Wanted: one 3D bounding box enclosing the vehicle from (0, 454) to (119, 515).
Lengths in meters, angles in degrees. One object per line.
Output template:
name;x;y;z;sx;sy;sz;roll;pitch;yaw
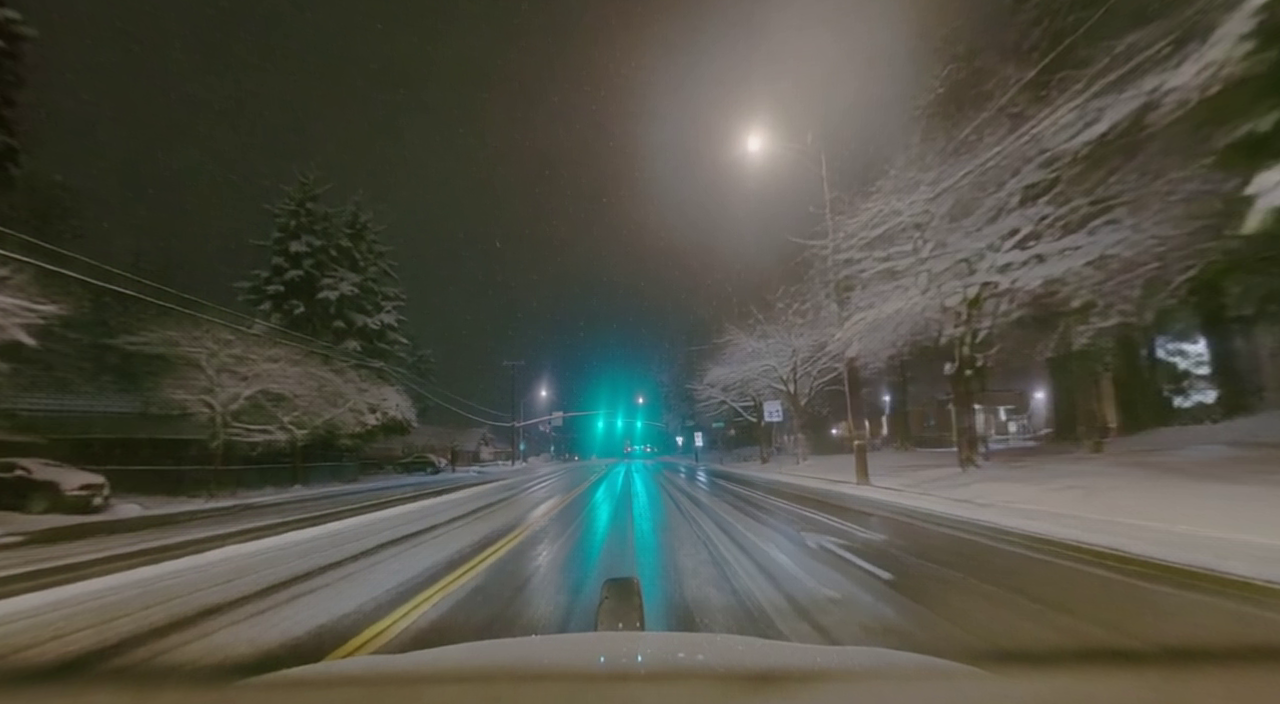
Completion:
vehicle;-20.223;4.209;20.370;4.761;1.812;2.206;0;-9;-1
